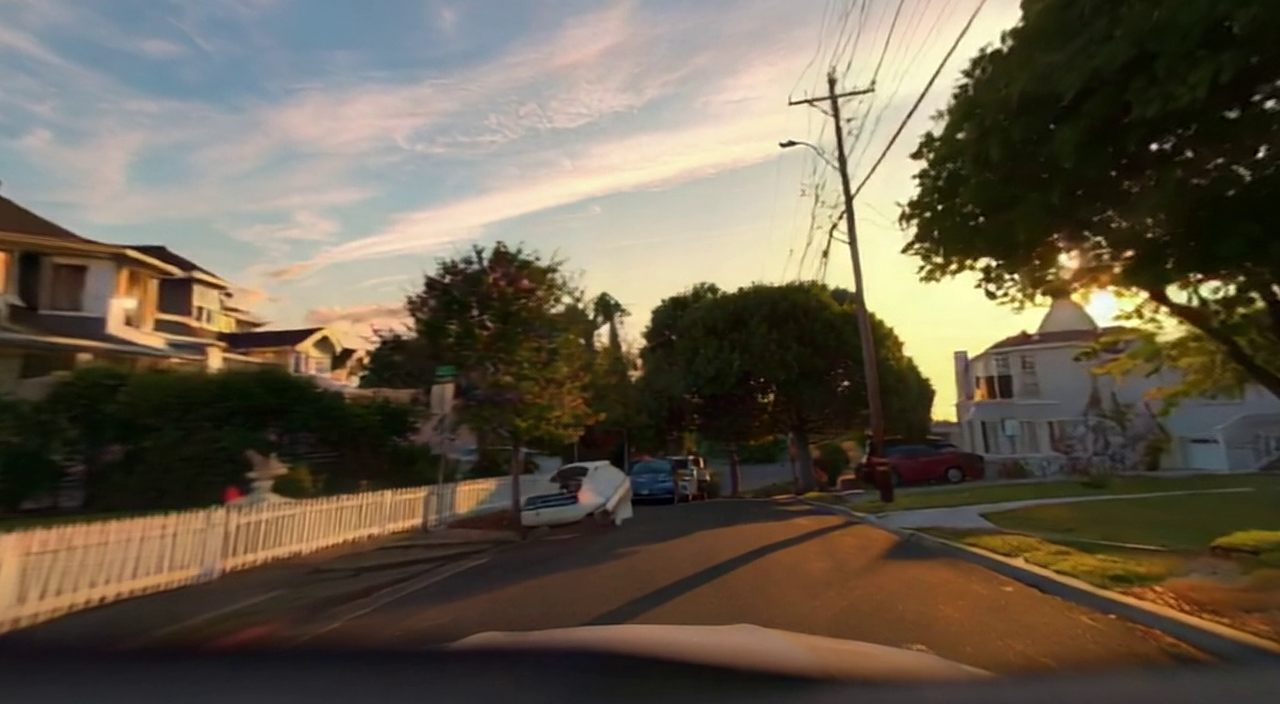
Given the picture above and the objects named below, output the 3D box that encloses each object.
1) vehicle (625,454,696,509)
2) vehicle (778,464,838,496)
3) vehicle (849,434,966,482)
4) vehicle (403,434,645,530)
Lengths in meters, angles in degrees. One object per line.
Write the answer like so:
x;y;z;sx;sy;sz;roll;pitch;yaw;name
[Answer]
0.818;4.391;21.976;2.081;1.589;4.691;-1;-8;6;vehicle
9.317;7.129;34.986;3.005;1.535;4.025;-1;-13;16;vehicle
11.463;4.544;27.327;4.249;1.905;1.904;-1;-6;7;vehicle
-2.349;2.790;13.806;4.537;1.595;2.471;2;-11;9;vehicle
